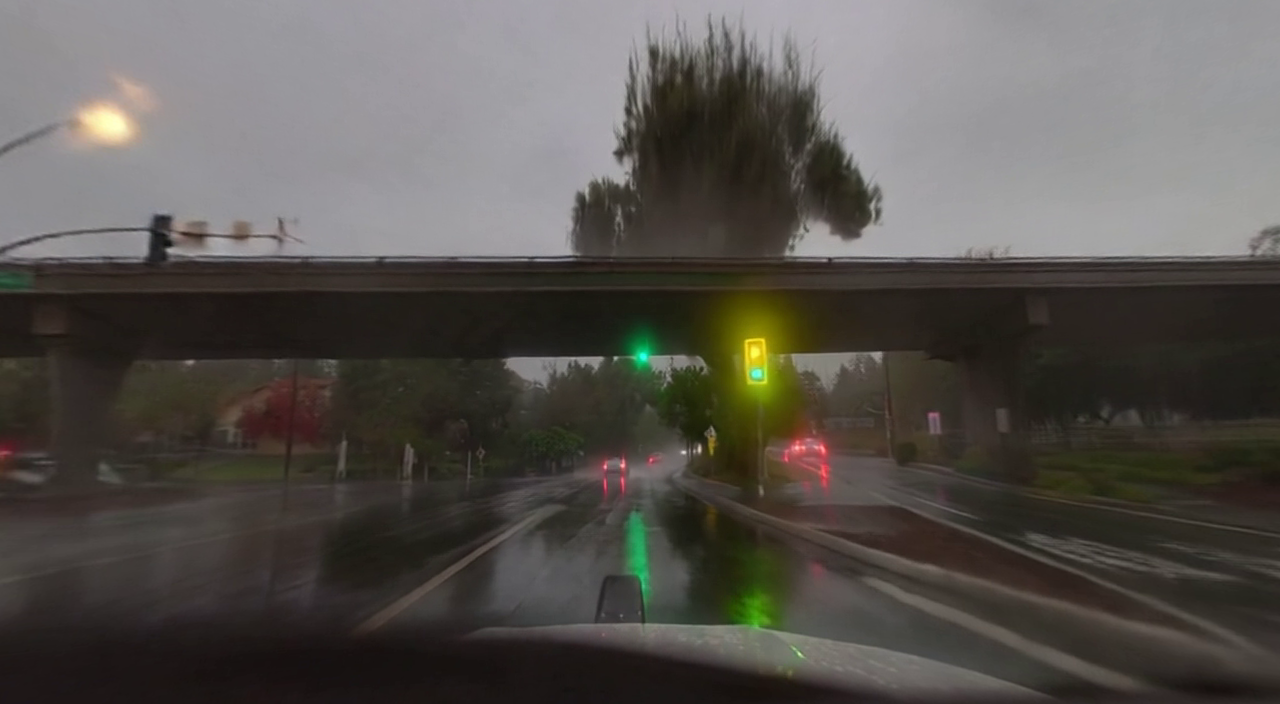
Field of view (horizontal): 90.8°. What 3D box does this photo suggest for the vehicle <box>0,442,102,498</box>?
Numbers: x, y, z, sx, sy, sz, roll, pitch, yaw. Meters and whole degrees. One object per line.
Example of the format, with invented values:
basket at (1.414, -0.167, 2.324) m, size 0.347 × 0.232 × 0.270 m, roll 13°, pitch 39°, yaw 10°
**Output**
vehicle at (-19.525, 3.583, 19.414) m, size 3.877 × 1.623 × 2.049 m, roll 2°, pitch -9°, yaw -9°
